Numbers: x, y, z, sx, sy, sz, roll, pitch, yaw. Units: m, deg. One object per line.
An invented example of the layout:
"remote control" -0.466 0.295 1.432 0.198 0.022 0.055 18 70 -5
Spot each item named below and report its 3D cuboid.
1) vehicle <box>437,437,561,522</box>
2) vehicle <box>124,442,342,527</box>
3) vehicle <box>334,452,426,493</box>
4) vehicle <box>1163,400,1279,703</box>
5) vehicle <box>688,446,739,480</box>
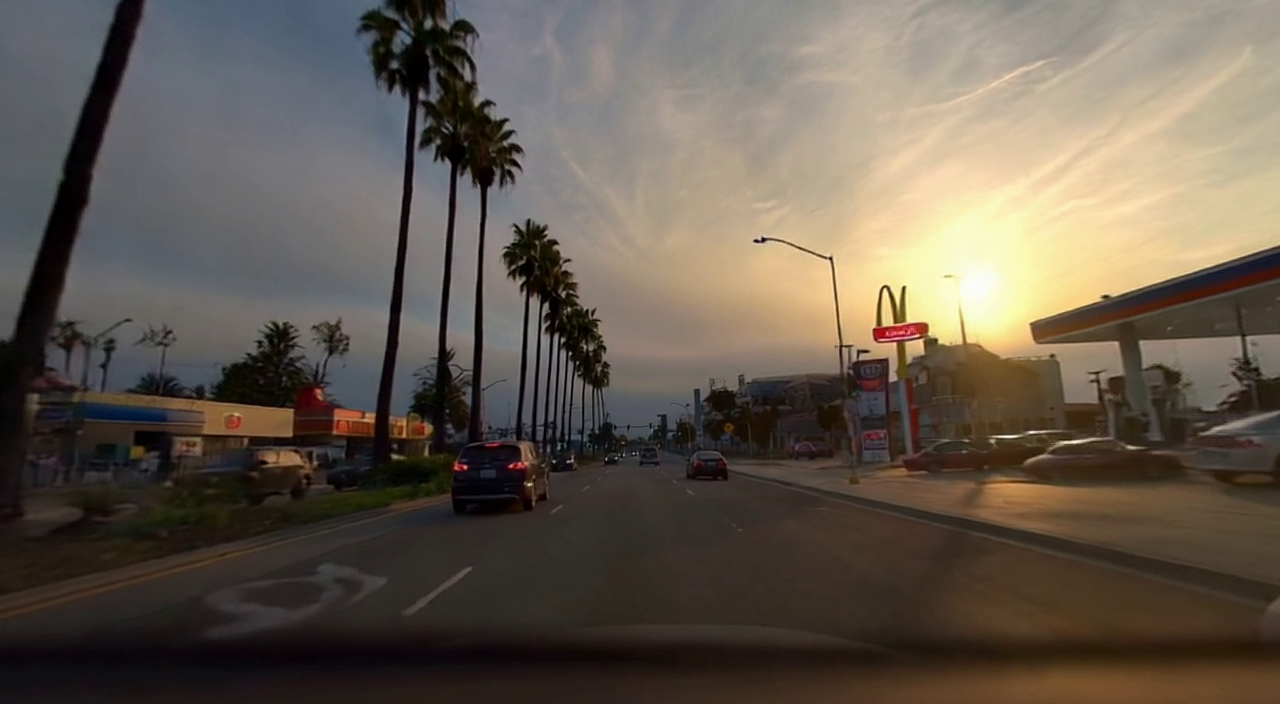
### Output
"vehicle" -2.857 2.669 13.769 2.021 1.550 4.090 0 -9 -4
"vehicle" -10.232 3.327 16.536 2.169 1.853 4.853 -1 -9 5
"vehicle" -11.371 5.291 28.042 1.940 1.550 4.525 0 -8 3
"vehicle" 3.479 0.681 0.830 1.987 1.474 4.198 0 -9 1
"vehicle" 3.372 5.198 29.807 1.889 1.448 4.262 0 -9 0
